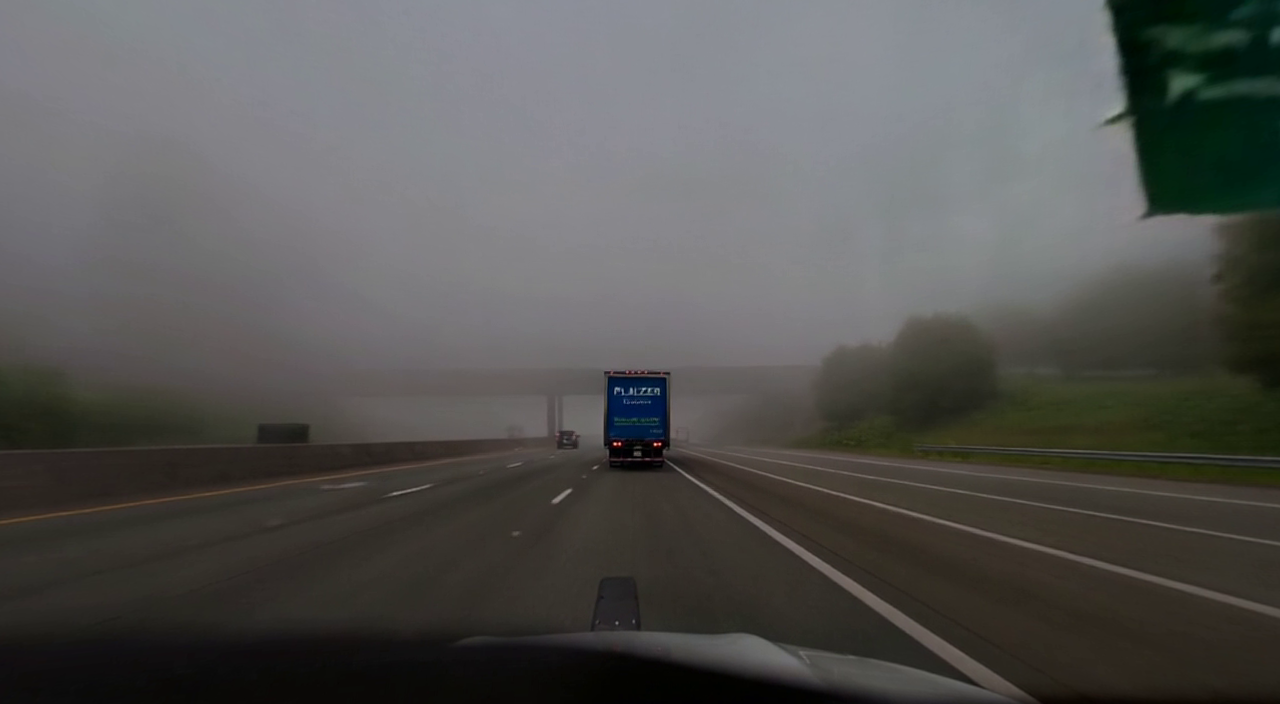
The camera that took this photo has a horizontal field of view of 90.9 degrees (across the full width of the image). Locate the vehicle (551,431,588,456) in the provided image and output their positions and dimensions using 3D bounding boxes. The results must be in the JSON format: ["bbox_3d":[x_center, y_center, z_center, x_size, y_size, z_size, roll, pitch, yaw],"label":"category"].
[{"bbox_3d":[-5.060,6.670,45.903,2.198,1.712,4.655,0,-8,-1],"label":"vehicle"}]

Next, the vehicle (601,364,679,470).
[{"bbox_3d":[-0.140,3.212,29.561,2.926,3.959,11.818,0,-8,-1],"label":"vehicle"}]
